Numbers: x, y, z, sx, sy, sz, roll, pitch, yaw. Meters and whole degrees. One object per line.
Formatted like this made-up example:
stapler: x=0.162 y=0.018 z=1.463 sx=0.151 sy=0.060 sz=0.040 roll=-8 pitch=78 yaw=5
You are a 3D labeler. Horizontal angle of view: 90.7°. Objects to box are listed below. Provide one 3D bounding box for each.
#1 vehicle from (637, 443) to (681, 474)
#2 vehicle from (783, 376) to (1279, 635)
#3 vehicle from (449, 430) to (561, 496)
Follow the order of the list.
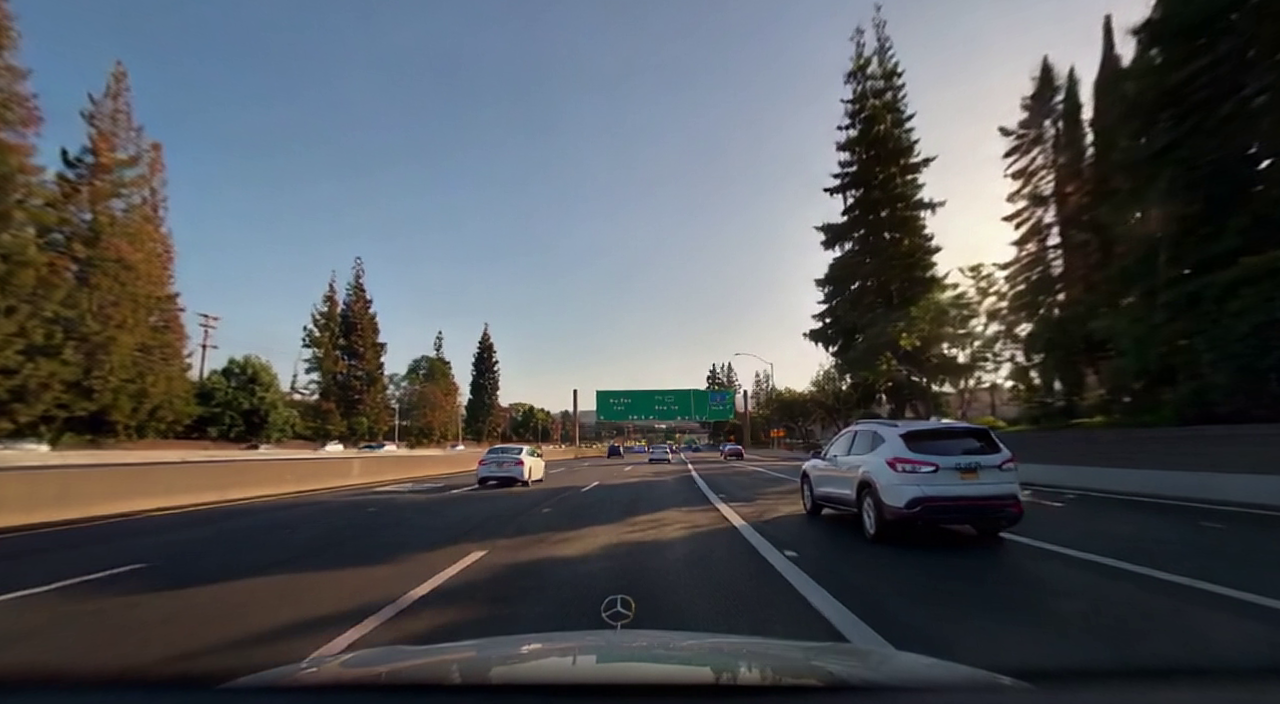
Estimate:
vehicle: x=1.017 y=5.565 z=33.228 sx=2.146 sy=1.485 sz=4.332 roll=0 pitch=-9 yaw=2
vehicle: x=3.479 y=1.480 z=7.192 sx=2.463 sy=1.851 sz=5.122 roll=0 pitch=-9 yaw=-1
vehicle: x=-3.793 y=3.216 z=18.657 sx=2.260 sy=1.706 sz=4.177 roll=0 pitch=-9 yaw=2
